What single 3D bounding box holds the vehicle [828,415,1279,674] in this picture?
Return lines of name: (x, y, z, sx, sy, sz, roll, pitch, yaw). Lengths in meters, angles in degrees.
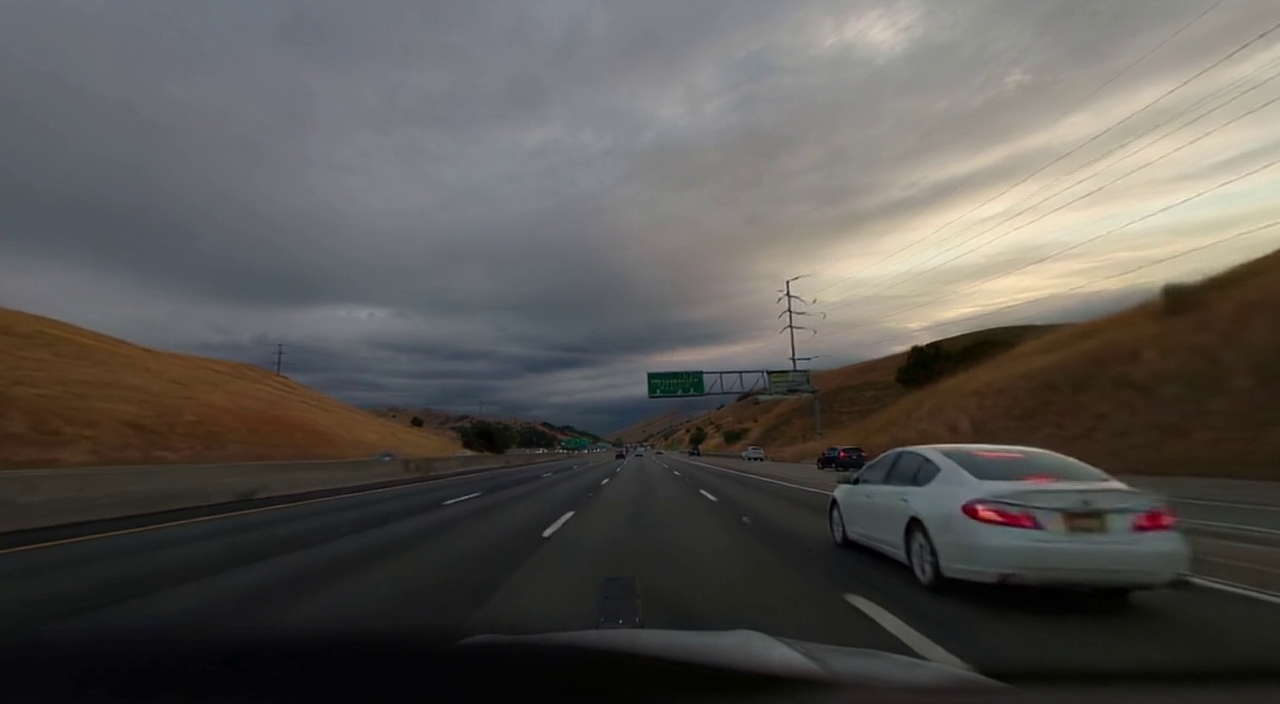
vehicle: (3.531, 1.495, 6.045, 2.086, 1.542, 4.355, 0, -9, 0)
